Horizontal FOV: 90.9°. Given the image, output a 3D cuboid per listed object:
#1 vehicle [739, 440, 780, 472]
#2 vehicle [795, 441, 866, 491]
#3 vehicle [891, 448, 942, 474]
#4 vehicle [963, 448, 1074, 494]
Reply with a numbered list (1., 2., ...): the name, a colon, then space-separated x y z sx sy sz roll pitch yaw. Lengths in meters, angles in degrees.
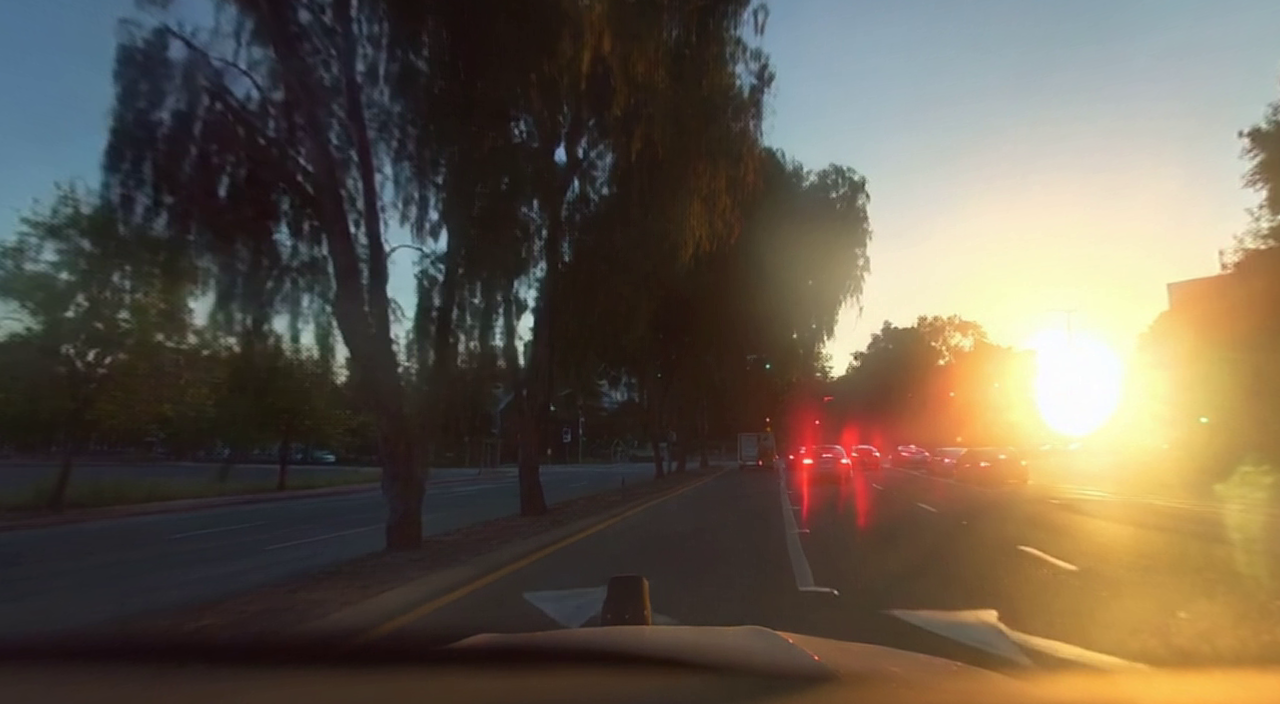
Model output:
1. vehicle: 7.260 6.293 38.270 2.245 1.800 4.522 -2 -9 11
2. vehicle: 6.741 4.038 22.744 2.078 1.578 4.107 -2 -9 12
3. vehicle: 16.911 6.633 38.729 1.901 1.484 4.093 -2 -9 11
4. vehicle: 13.026 4.074 22.036 1.884 1.422 4.262 -2 -9 11
